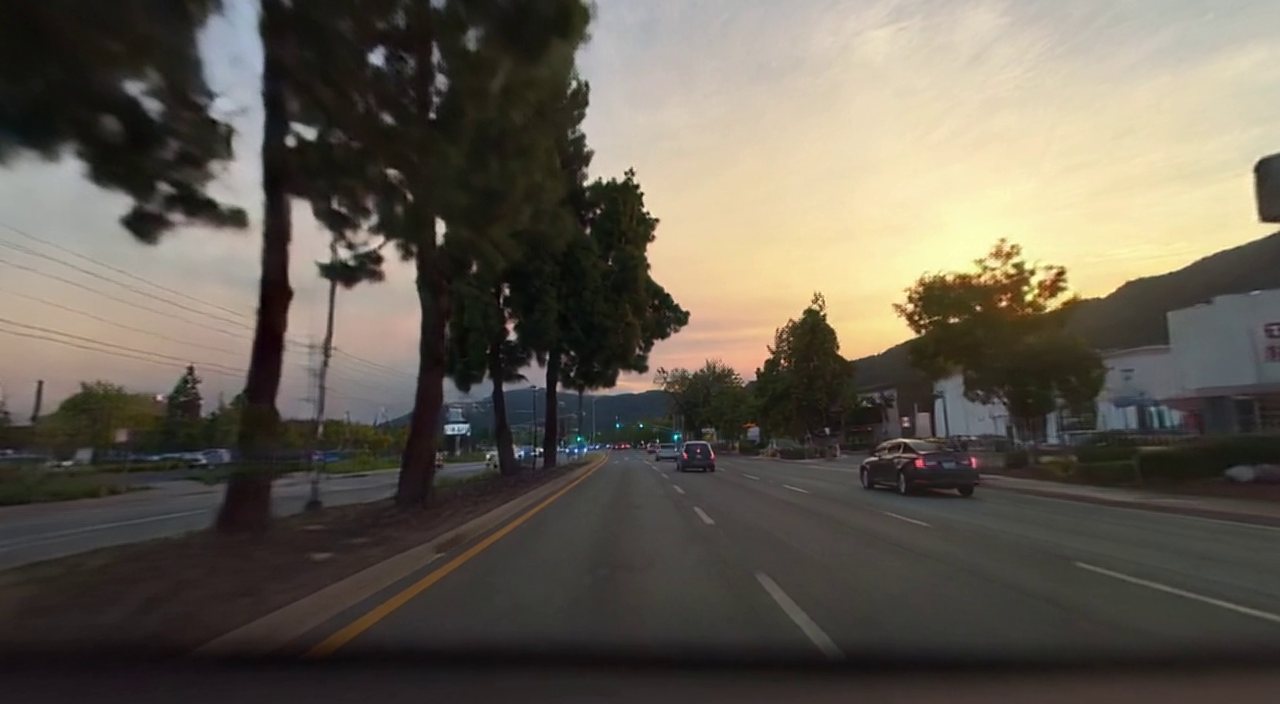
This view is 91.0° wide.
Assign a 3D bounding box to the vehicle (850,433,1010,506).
[{"bbox_3d":[6.859,2.812,15.484,1.886,1.528,4.169,0,-9,-1],"label":"vehicle"}]

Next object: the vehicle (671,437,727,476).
[{"bbox_3d":[2.664,4.854,29.455,2.161,1.676,4.151,0,-9,-1],"label":"vehicle"}]

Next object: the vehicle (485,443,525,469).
[{"bbox_3d":[-9.549,7.389,44.884,1.968,1.684,4.265,0,-9,-1],"label":"vehicle"}]
